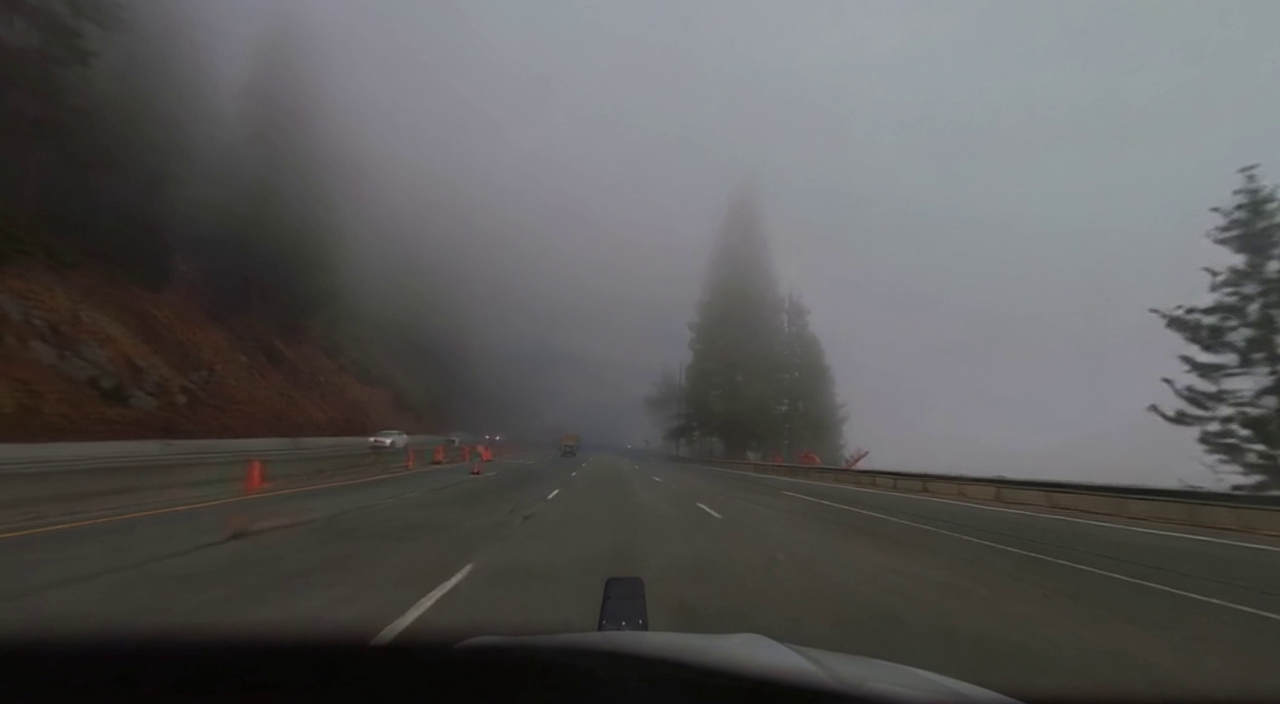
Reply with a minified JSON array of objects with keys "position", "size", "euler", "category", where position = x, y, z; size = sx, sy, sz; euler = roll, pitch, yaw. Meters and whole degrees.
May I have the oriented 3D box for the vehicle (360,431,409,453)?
[{"position":[-20.069,7.102,49.748],"size":[1.971,1.640,4.581],"euler":[0,-9,-1],"category":"vehicle"}]
